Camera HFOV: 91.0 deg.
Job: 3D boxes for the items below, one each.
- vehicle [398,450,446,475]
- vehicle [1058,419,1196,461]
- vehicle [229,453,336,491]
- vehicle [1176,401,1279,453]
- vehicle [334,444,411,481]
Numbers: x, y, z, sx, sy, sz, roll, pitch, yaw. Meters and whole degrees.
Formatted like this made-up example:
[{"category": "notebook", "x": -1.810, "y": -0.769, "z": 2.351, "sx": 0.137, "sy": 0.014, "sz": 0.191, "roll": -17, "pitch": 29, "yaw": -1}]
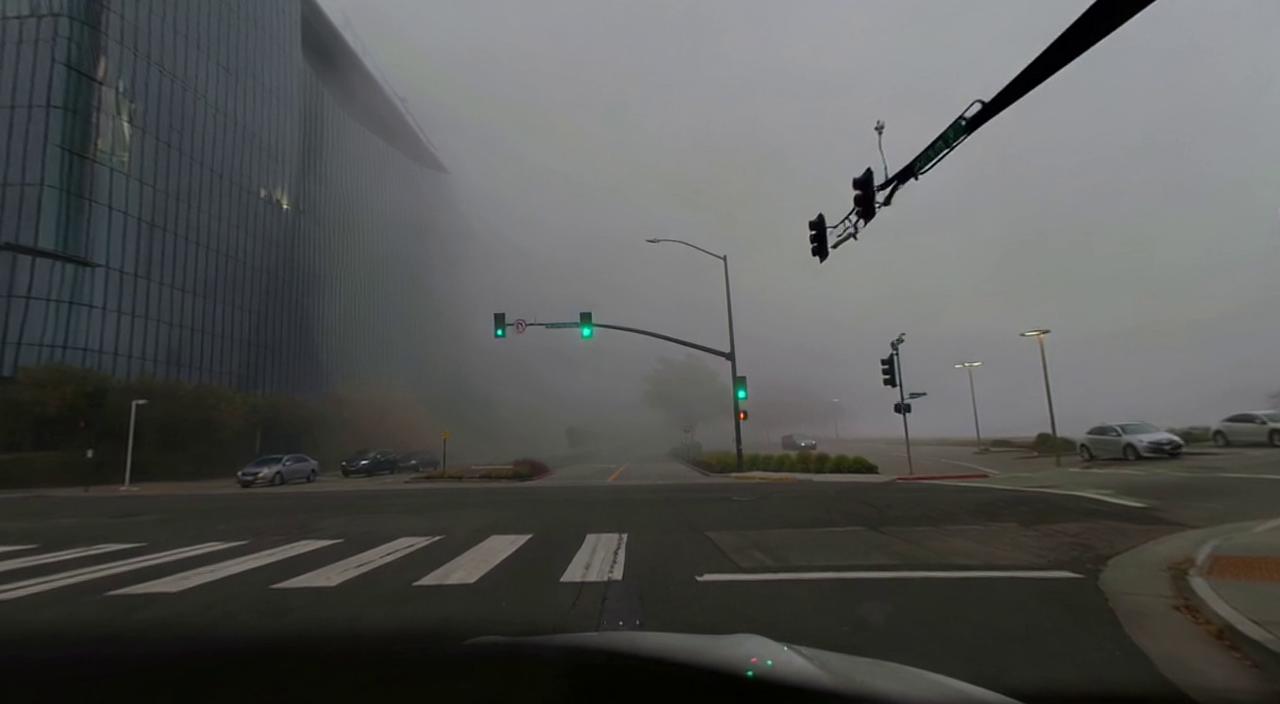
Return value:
[{"category": "vehicle", "x": -15.152, "y": 7.649, "z": 43.957, "sx": 1.932, "sy": 1.605, "sz": 4.146, "roll": 0, "pitch": -9, "yaw": -1}, {"category": "vehicle", "x": 19.079, "y": 3.509, "z": 24.975, "sx": 1.834, "sy": 1.480, "sz": 4.458, "roll": 1, "pitch": -9, "yaw": -1}, {"category": "vehicle", "x": -14.892, "y": 4.989, "z": 26.547, "sx": 1.790, "sy": 1.437, "sz": 4.349, "roll": 0, "pitch": -9, "yaw": 2}, {"category": "vehicle", "x": 24.391, "y": 2.993, "z": 24.713, "sx": 2.109, "sy": 1.836, "sz": 5.080, "roll": -2, "pitch": -10, "yaw": -1}, {"category": "vehicle", "x": -14.866, "y": 6.136, "z": 35.369, "sx": 2.091, "sy": 1.915, "sz": 5.040, "roll": 0, "pitch": -9, "yaw": 0}]
